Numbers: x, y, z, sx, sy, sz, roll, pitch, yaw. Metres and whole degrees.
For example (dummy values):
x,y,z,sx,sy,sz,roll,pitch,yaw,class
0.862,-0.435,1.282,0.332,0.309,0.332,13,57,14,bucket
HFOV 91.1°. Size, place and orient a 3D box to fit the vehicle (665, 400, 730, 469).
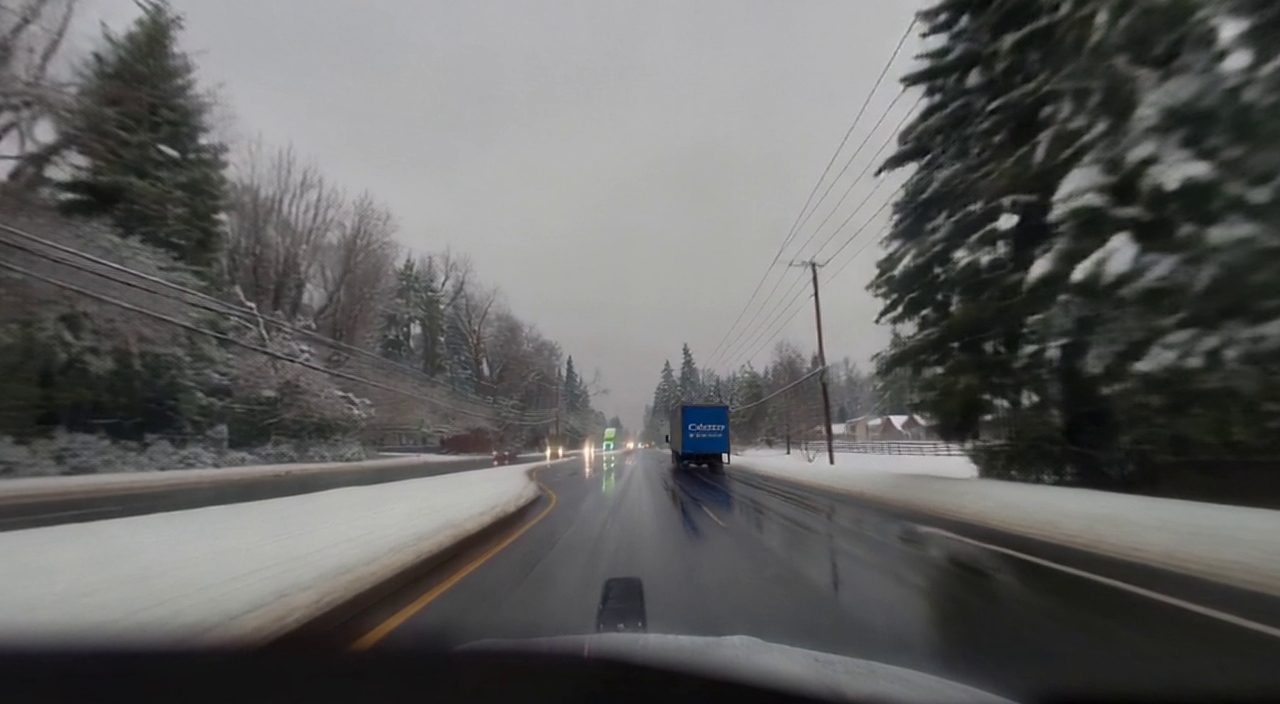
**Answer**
x,y,z,sx,sy,sz,roll,pitch,yaw,class
3.399,5.308,39.846,2.973,3.848,9.336,0,-8,-2,vehicle
